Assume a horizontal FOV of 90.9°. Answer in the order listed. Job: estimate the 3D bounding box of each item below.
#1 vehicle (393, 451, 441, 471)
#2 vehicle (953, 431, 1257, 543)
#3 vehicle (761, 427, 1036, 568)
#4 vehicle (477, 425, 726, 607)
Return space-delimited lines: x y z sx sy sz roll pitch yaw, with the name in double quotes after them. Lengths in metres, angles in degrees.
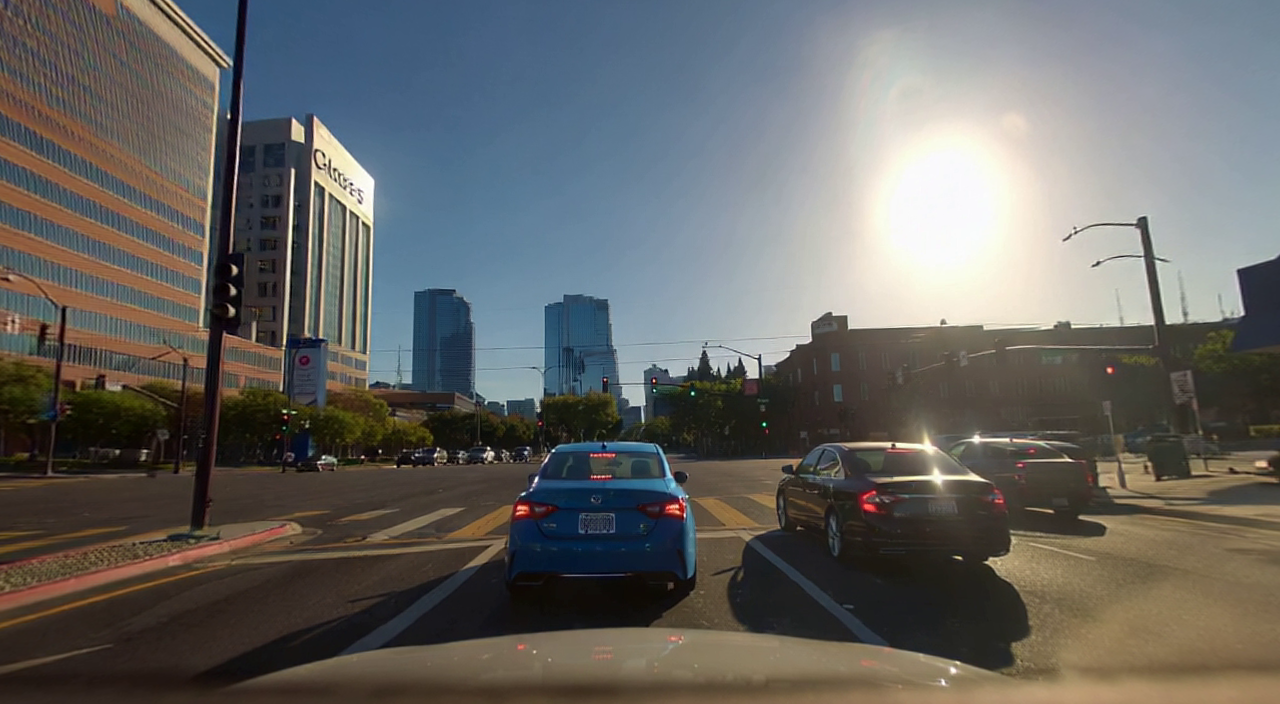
-17.123 8.386 48.666 2.048 1.463 4.530 0 -8 -1 "vehicle"
7.446 2.164 10.788 1.908 1.517 4.182 0 -8 -1 "vehicle"
3.216 1.888 8.973 2.042 1.508 4.109 0 -8 -2 "vehicle"
-0.367 1.654 7.292 2.059 1.477 3.988 0 -8 -1 "vehicle"
